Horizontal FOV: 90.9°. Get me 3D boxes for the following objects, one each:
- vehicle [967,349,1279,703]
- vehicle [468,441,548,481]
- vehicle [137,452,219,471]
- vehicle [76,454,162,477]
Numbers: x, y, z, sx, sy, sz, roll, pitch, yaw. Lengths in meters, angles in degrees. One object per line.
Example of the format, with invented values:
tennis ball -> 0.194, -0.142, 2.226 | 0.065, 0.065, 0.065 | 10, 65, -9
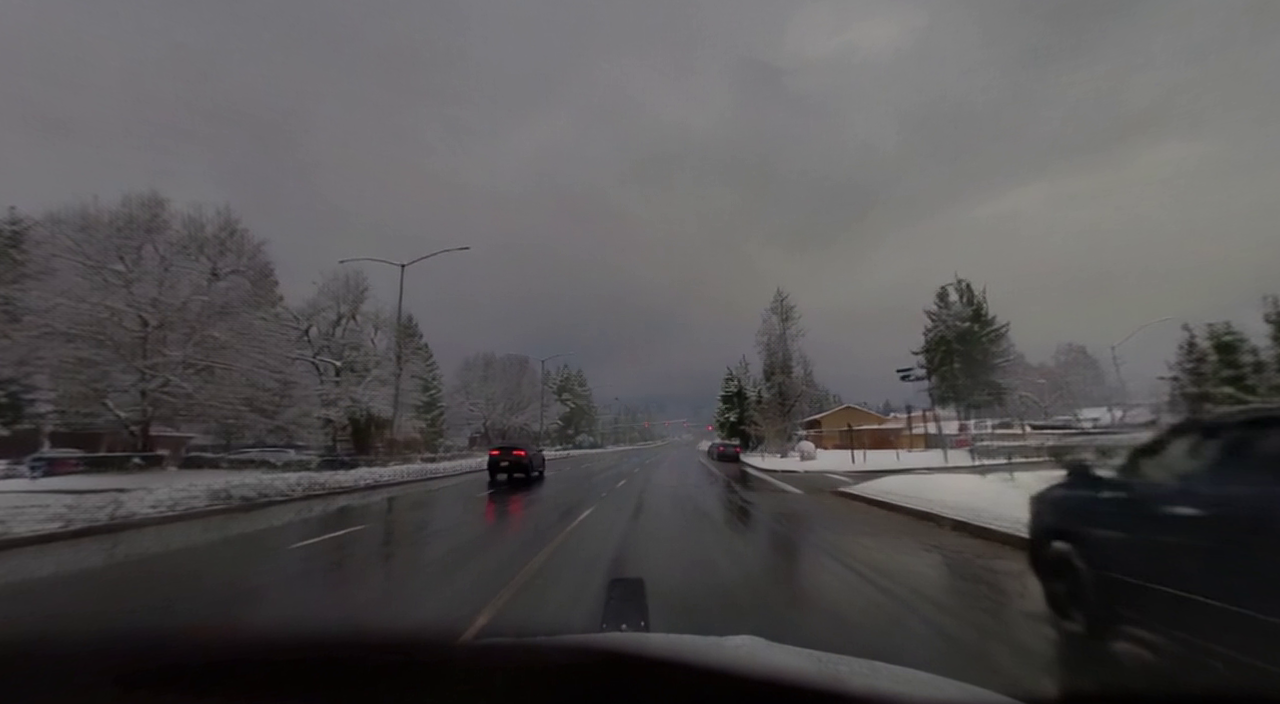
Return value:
vehicle -> 3.659, 0.864, 2.704 | 2.064, 1.697, 4.718 | 0, -8, 1
vehicle -> -5.186, 4.343, 25.445 | 2.060, 1.473, 4.645 | 0, -8, 2
vehicle -> -35.731, 8.491, 48.817 | 4.690, 1.435, 1.908 | 2, -10, -8
vehicle -> -34.553, 7.503, 41.885 | 3.856, 1.439, 1.884 | 2, -9, -13
